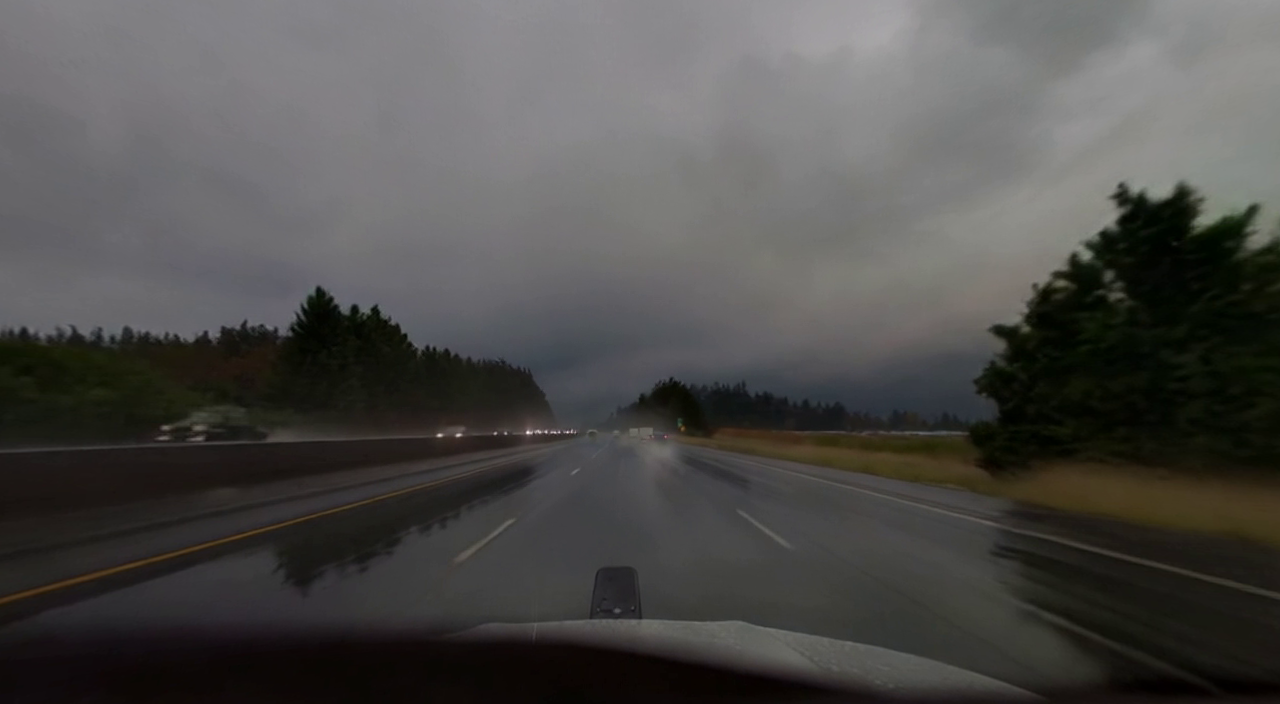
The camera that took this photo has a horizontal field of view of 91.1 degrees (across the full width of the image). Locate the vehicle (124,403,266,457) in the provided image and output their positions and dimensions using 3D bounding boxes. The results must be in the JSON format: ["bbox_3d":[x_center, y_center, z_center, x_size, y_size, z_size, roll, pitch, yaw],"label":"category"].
[{"bbox_3d":[-17.642,3.170,25.321,2.171,1.969,4.913,0,-8,-1],"label":"vehicle"}]
